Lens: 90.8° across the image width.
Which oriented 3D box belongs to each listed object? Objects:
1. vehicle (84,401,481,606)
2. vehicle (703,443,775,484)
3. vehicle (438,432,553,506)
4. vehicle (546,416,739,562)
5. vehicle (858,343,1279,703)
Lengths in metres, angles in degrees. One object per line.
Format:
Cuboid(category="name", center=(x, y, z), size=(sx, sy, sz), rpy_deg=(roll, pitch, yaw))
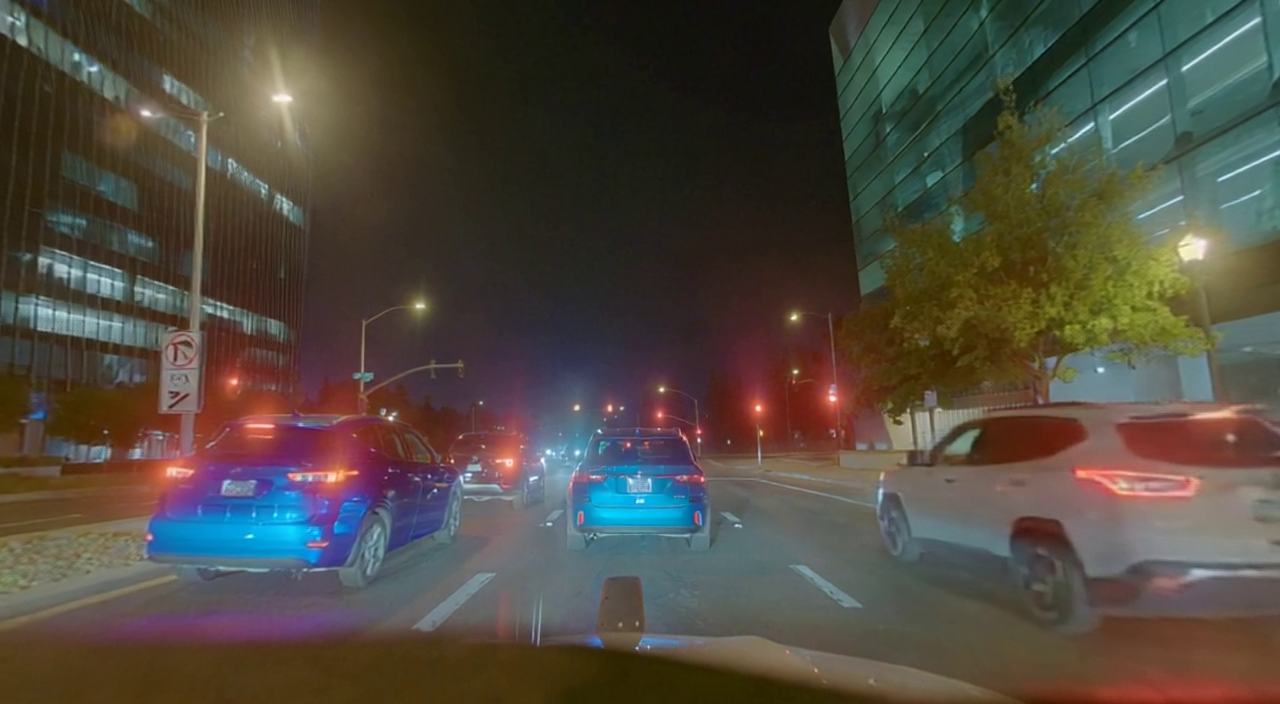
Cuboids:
Cuboid(category="vehicle", center=(-3.544, 1.588, 7.525), size=(2.083, 1.691, 4.398), rpy_deg=(0, -8, 1))
Cuboid(category="vehicle", center=(3.724, 4.285, 24.621), size=(2.082, 1.445, 4.426), rpy_deg=(0, -8, 0))
Cuboid(category="vehicle", center=(-3.616, 3.005, 16.694), size=(2.068, 1.678, 4.199), rpy_deg=(0, -8, 0))
Cuboid(category="vehicle", center=(-0.006, 1.881, 9.413), size=(2.207, 1.659, 4.155), rpy_deg=(0, -8, -1))
Cuboid(category="vehicle", center=(3.721, 1.186, 5.487), size=(2.026, 1.819, 4.579), rpy_deg=(0, -8, 0))
